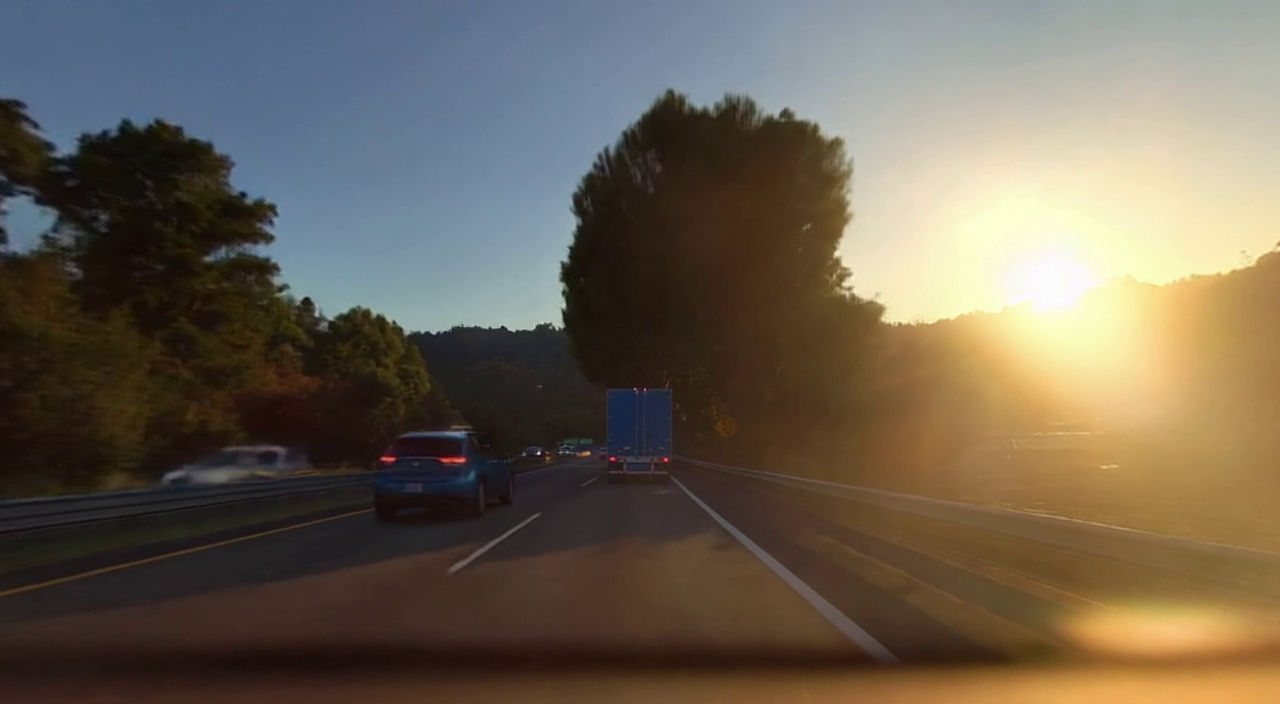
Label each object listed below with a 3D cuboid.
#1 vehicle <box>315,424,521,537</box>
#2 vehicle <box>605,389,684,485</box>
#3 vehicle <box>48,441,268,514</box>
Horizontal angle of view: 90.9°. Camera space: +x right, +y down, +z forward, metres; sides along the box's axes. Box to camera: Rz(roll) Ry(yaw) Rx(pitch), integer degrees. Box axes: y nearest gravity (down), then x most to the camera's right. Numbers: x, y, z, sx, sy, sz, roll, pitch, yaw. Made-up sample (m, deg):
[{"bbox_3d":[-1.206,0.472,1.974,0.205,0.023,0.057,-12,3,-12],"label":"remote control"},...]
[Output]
[{"bbox_3d":[-3.723,2.251,11.611,2.160,1.661,4.388,0,-9,0],"label":"vehicle"},{"bbox_3d":[0.000,3.816,27.656,2.913,3.530,8.648,1,-9,-2],"label":"vehicle"},{"bbox_3d":[-11.417,2.966,15.459,2.002,1.506,4.416,1,-9,-2],"label":"vehicle"}]
